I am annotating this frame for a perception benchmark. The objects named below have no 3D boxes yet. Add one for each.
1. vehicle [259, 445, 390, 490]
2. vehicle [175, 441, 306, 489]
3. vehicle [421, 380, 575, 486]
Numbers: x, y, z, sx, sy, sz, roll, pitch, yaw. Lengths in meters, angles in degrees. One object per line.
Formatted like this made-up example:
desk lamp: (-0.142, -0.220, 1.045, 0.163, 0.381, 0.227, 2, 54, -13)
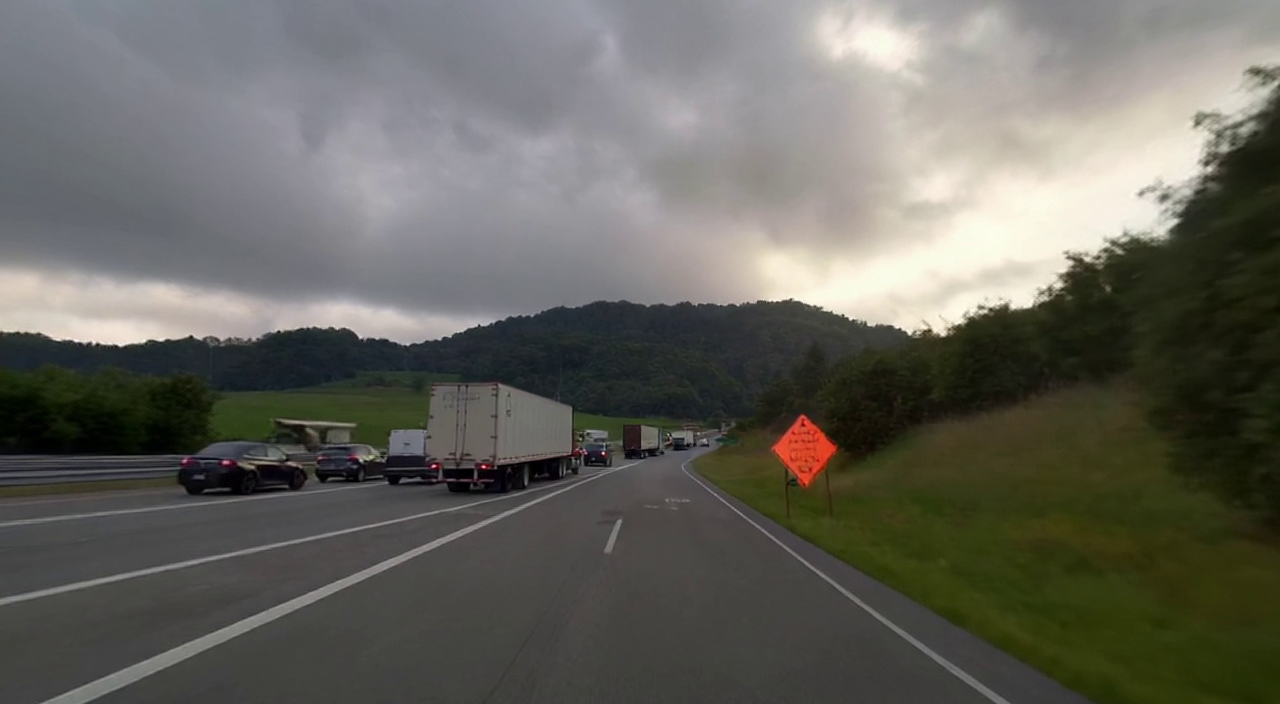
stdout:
vehicle: (-11.680, 4.292, 23.794, 1.925, 1.493, 4.864, -1, -9, 8)
vehicle: (-15.509, 4.399, 24.799, 1.943, 1.662, 4.283, -1, -9, 8)
vehicle: (-6.239, 4.247, 31.636, 2.848, 4.067, 14.314, -1, -9, 7)
